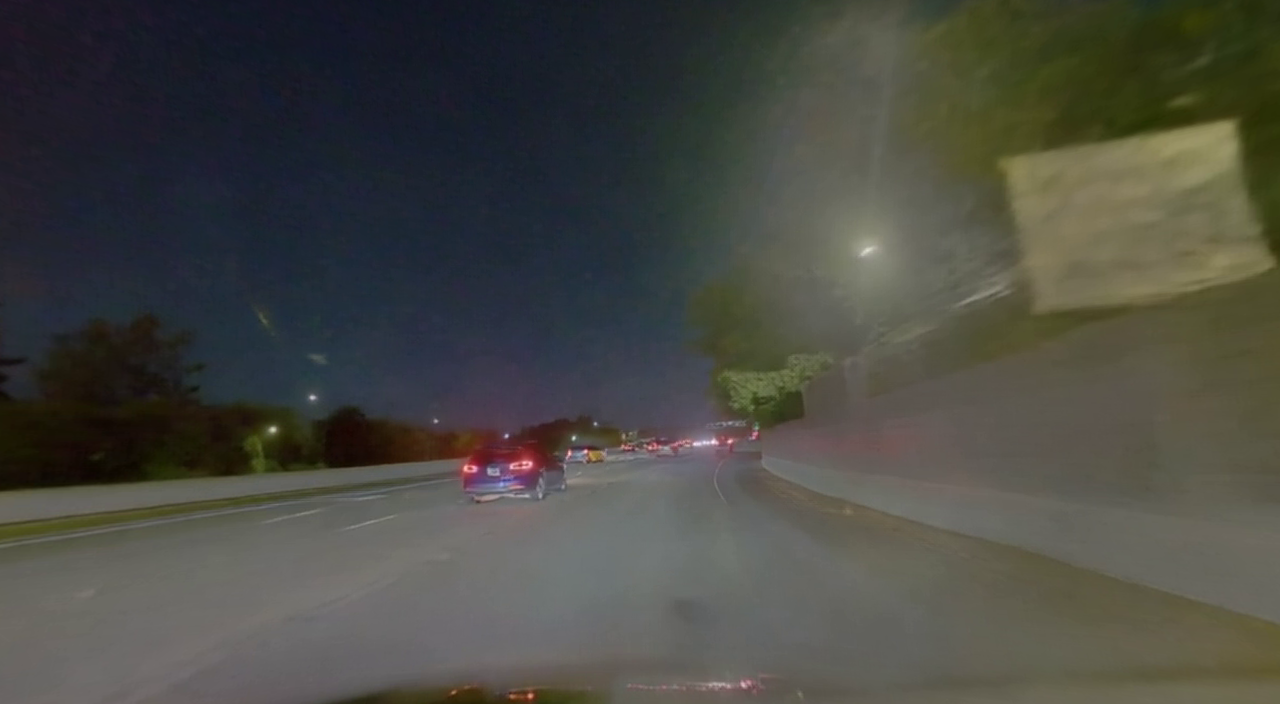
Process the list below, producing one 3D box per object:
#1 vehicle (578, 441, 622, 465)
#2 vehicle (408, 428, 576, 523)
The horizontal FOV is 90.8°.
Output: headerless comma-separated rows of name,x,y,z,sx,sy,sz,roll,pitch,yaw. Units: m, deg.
vehicle,-2.531,6.566,41.103,1.860,1.442,4.332,-2,-9,11
vehicle,-2.870,2.540,13.535,2.082,1.638,4.644,-2,-8,6
